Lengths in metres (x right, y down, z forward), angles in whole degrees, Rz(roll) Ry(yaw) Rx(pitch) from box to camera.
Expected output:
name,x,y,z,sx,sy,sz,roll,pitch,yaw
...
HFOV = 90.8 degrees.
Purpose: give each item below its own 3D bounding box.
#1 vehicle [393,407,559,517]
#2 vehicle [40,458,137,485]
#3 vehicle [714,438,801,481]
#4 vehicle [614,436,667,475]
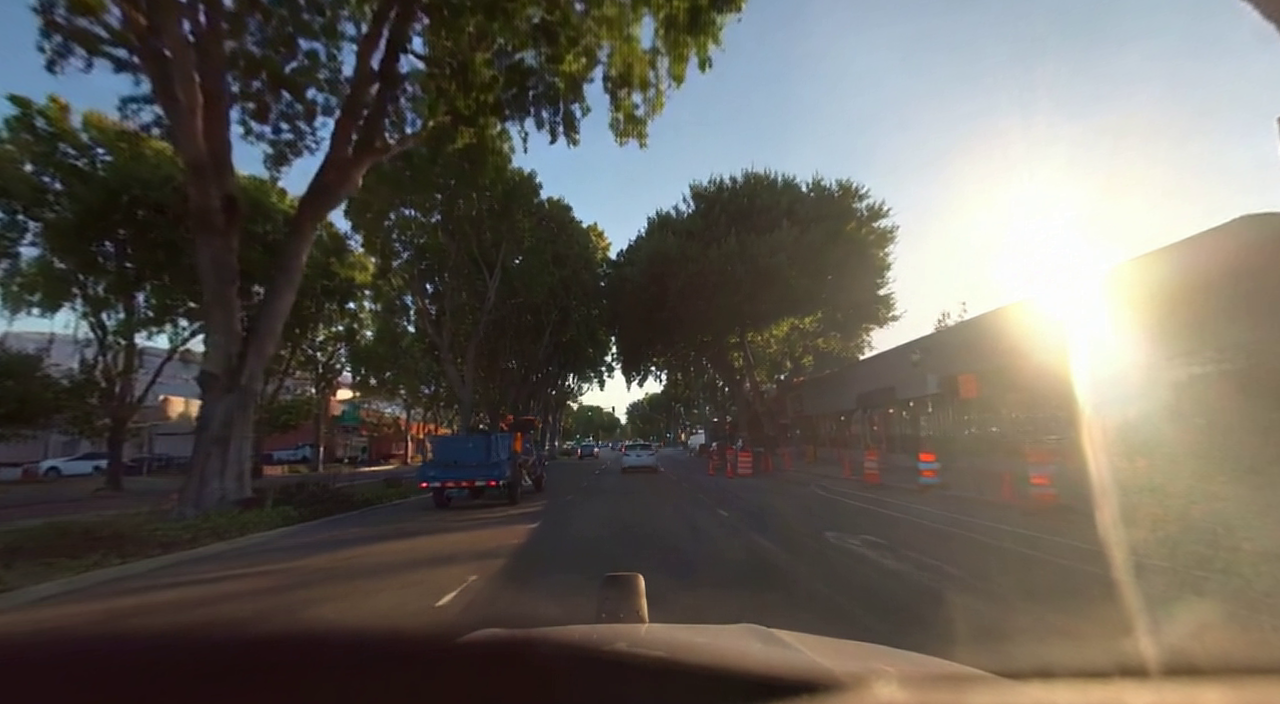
name,x,y,z,sx,sy,sz,roll,pitch,yaw
vehicle,-3.482,2.506,14.899,2.424,2.063,5.678,0,-8,0
vehicle,-34.824,7.522,40.090,1.876,1.470,4.711,0,-8,0
vehicle,4.739,4.397,26.237,2.082,1.601,4.451,1,-9,-10
vehicle,-0.034,5.079,31.235,2.413,1.748,4.406,0,-8,-1
